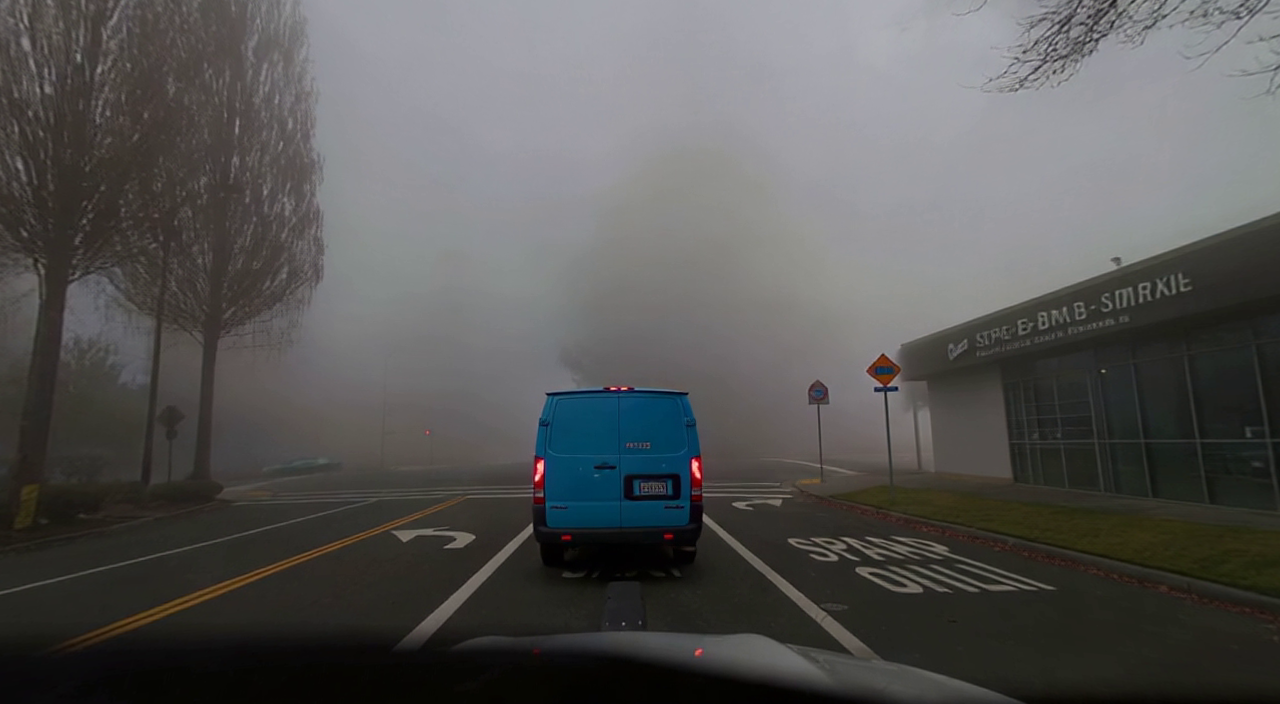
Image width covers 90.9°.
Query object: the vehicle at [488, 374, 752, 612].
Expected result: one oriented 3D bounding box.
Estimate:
[{"bbox_3d":[-0.293,1.466,7.292,2.181,1.949,3.932,1,-9,-4],"label":"vehicle"}]
